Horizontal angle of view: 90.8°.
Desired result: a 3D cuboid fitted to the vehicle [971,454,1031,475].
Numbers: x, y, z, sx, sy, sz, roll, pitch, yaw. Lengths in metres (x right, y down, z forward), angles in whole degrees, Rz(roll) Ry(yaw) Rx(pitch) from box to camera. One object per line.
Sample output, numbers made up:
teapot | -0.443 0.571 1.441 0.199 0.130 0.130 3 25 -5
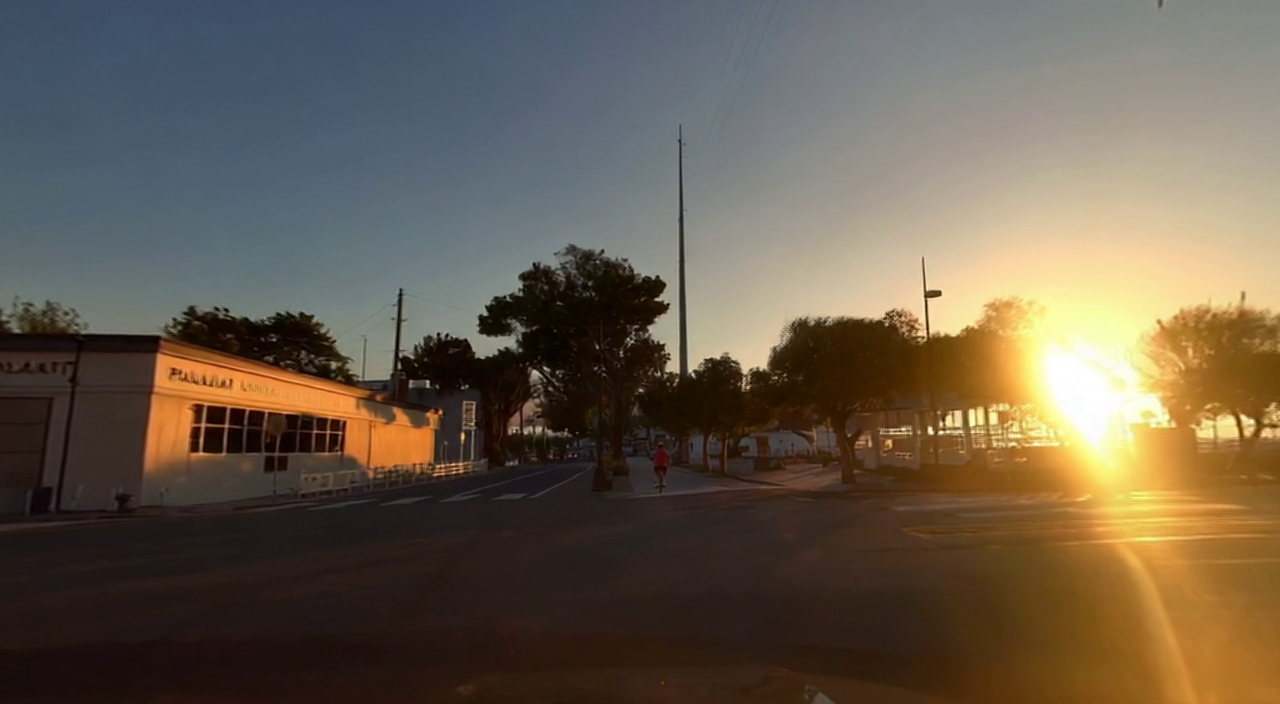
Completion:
vehicle | 27.719 8.616 48.544 3.794 1.403 1.636 0 -9 -15
